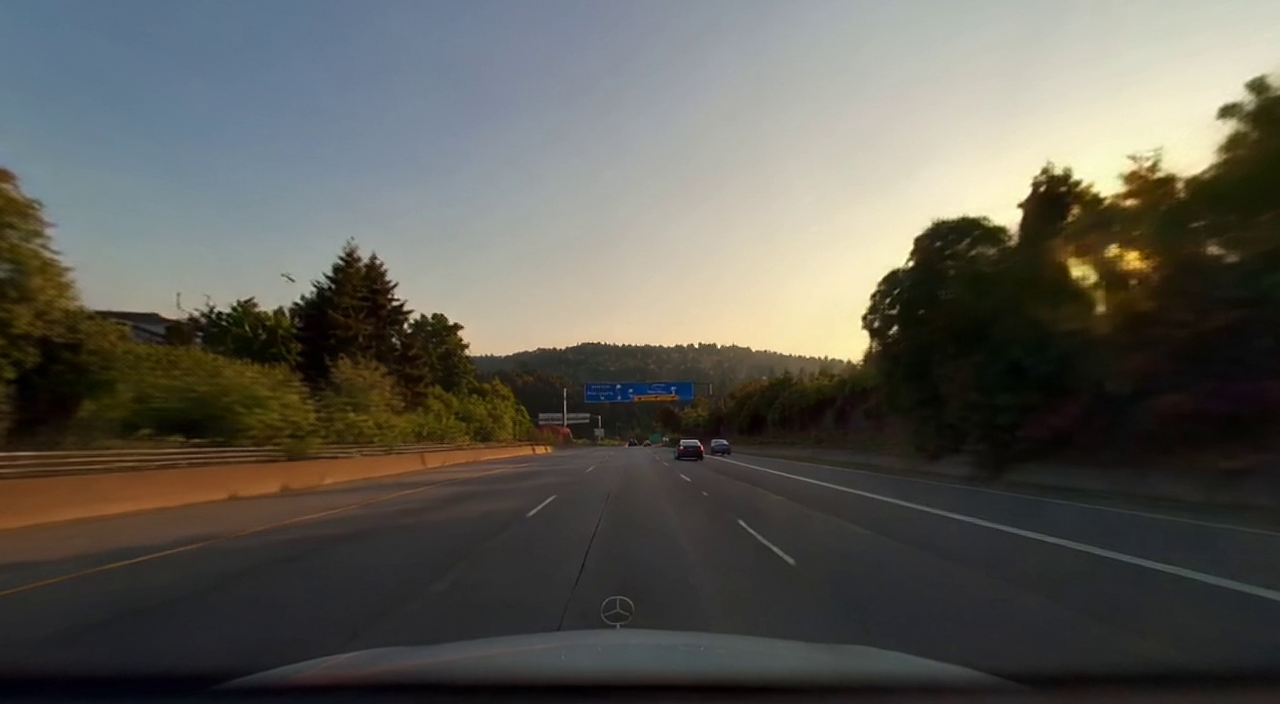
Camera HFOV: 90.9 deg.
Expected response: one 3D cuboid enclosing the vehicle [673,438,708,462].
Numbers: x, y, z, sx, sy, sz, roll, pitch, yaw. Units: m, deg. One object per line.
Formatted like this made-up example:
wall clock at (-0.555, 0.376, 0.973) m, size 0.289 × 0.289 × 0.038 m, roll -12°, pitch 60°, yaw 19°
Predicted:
vehicle at (3.276, 6.365, 41.324) m, size 1.819 × 1.468 × 3.770 m, roll 0°, pitch -8°, yaw -2°
